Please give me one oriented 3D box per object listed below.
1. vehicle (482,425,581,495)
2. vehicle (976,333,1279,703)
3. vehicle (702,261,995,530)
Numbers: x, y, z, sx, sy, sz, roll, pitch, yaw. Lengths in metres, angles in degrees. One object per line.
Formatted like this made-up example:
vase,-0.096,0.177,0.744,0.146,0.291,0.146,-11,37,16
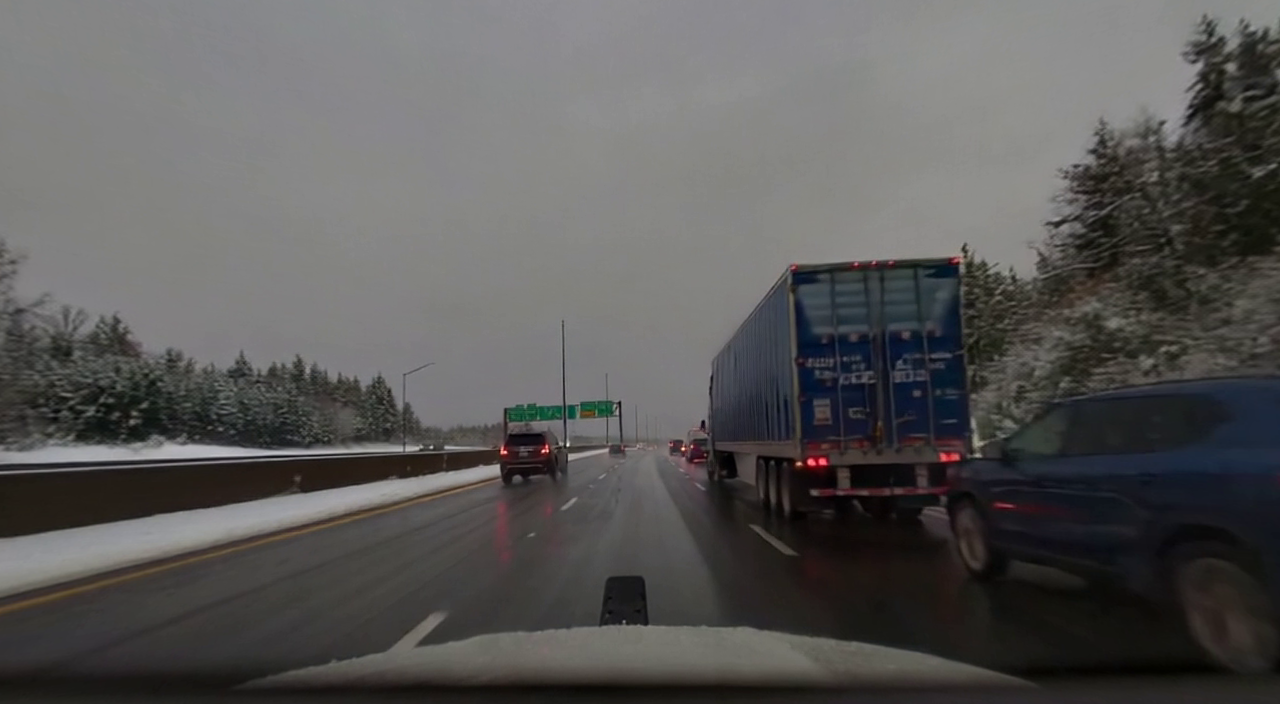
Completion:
vehicle,-2.959,3.072,18.177,2.006,1.741,4.277,-1,-9,1
vehicle,3.987,0.866,3.495,1.984,1.737,4.064,-1,-9,1
vehicle,3.951,1.803,17.607,2.903,4.190,15.630,-1,-9,0
